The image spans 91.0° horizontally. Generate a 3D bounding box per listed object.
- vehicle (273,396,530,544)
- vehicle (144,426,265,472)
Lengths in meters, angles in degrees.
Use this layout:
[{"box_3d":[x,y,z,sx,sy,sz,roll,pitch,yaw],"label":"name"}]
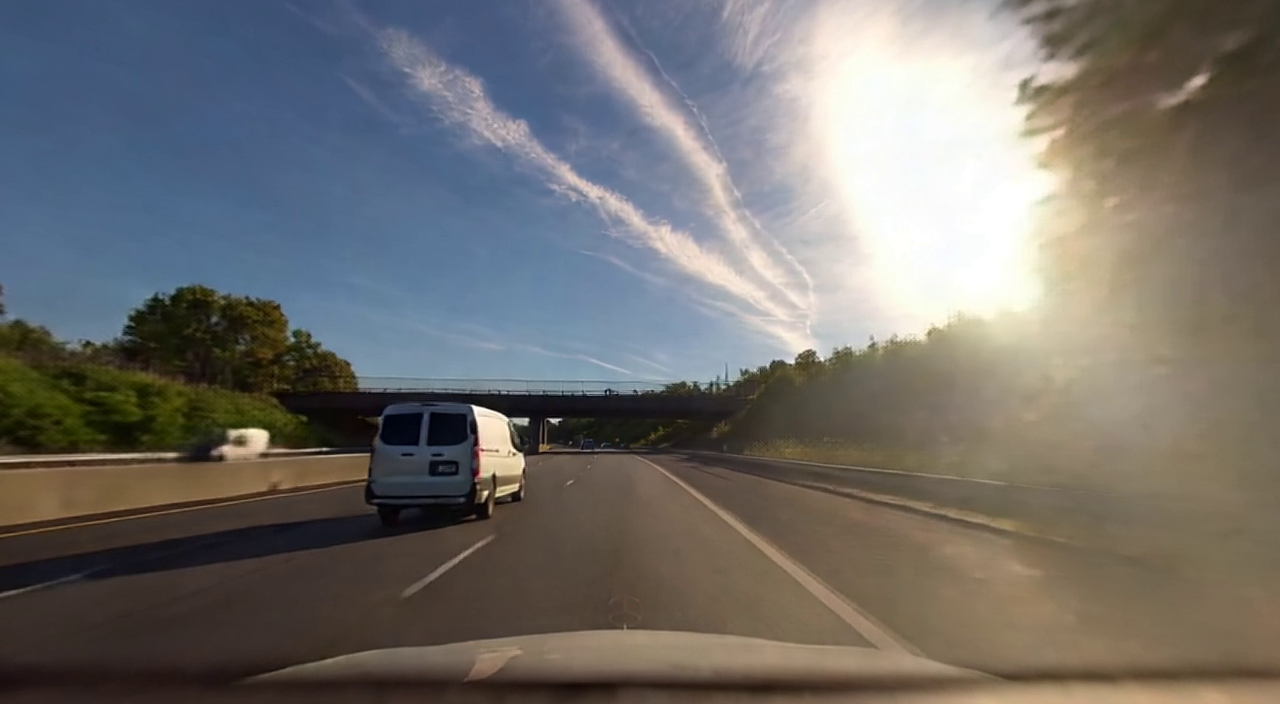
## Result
[{"box_3d":[-3.507,1.882,10.683,2.372,1.891,5.061,0,-8,0],"label":"vehicle"},{"box_3d":[-20.867,4.682,30.517,2.128,2.021,5.330,0,-8,-1],"label":"vehicle"}]
